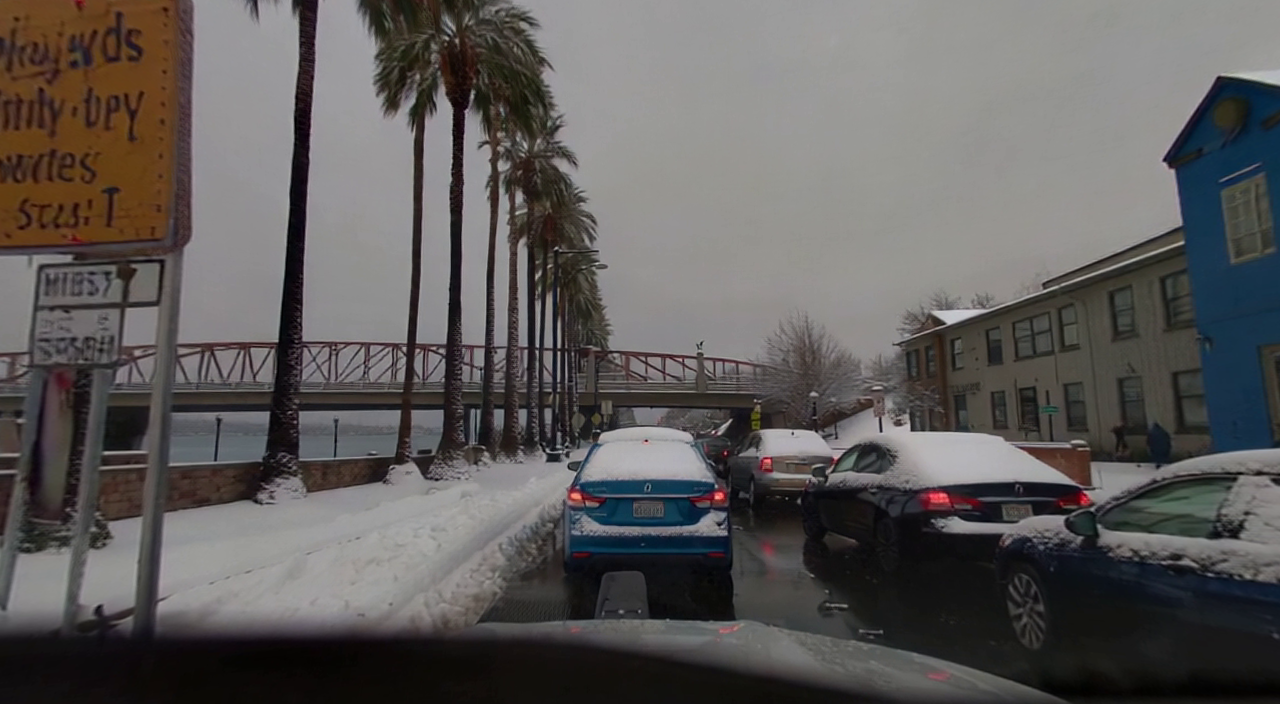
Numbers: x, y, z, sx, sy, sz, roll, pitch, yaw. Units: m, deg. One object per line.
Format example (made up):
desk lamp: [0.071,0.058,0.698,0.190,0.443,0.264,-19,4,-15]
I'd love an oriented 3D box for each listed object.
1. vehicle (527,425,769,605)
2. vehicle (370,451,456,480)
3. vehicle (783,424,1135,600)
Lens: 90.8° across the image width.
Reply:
vehicle: [0.058,1.666,7.276,2.048,1.503,3.681,0,-9,0]
vehicle: [-14.951,7.466,41.656,4.852,1.802,2.104,-2,-9,9]
vehicle: [3.263,1.712,7.710,1.920,1.490,4.417,0,-9,-1]
